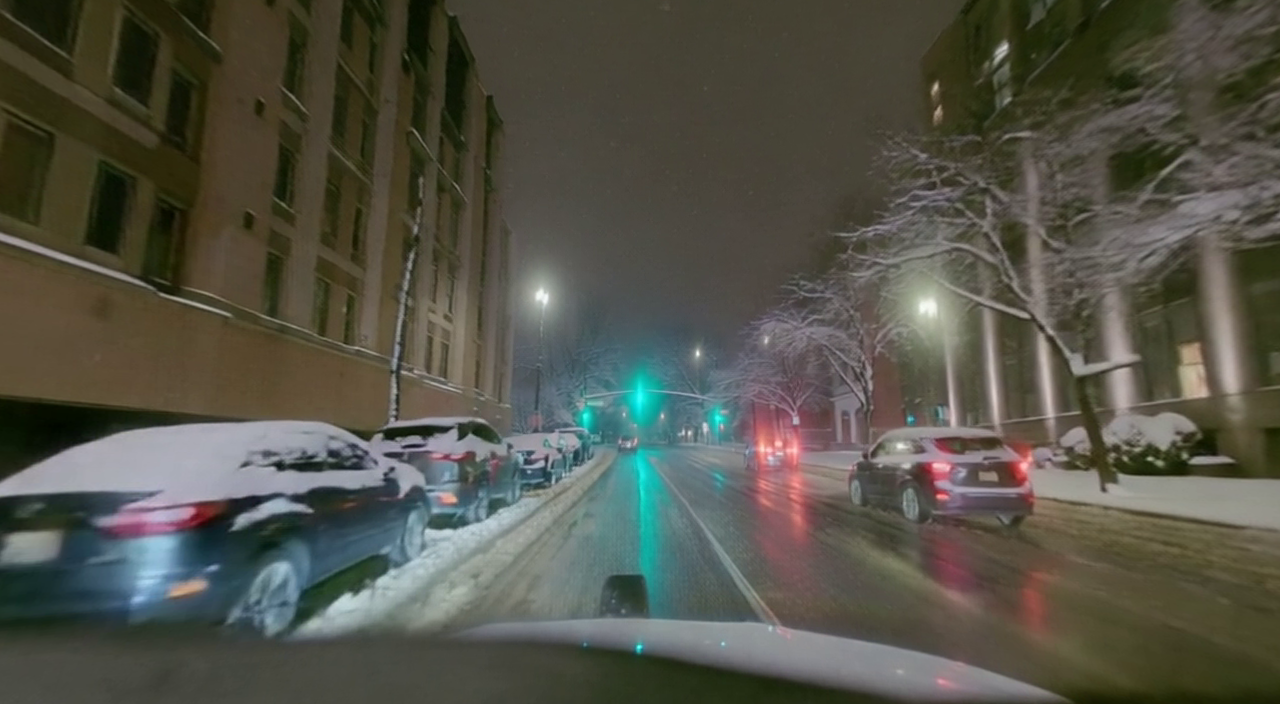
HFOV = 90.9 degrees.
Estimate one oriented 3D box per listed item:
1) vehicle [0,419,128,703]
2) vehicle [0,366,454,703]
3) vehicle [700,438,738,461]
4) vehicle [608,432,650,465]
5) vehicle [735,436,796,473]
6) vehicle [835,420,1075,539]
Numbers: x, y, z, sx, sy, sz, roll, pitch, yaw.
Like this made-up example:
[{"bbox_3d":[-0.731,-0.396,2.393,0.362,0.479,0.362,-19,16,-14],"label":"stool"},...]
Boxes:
[{"bbox_3d":[-3.088,0.675,0.229,1.957,1.435,4.662,0,-8,-1],"label":"vehicle"},{"bbox_3d":[-3.227,1.238,5.239,1.951,1.671,4.615,0,-8,0],"label":"vehicle"},{"bbox_3d":[5.272,6.580,42.558,1.917,1.467,4.452,0,-8,-1],"label":"vehicle"},{"bbox_3d":[-0.584,5.212,34.108,2.122,1.689,3.885,0,-8,0],"label":"vehicle"},{"bbox_3d":[5.274,4.369,26.943,1.799,1.463,3.464,0,-8,-2],"label":"vehicle"},{"bbox_3d":[4.957,2.050,10.745,1.891,1.599,4.173,0,-8,0],"label":"vehicle"}]
